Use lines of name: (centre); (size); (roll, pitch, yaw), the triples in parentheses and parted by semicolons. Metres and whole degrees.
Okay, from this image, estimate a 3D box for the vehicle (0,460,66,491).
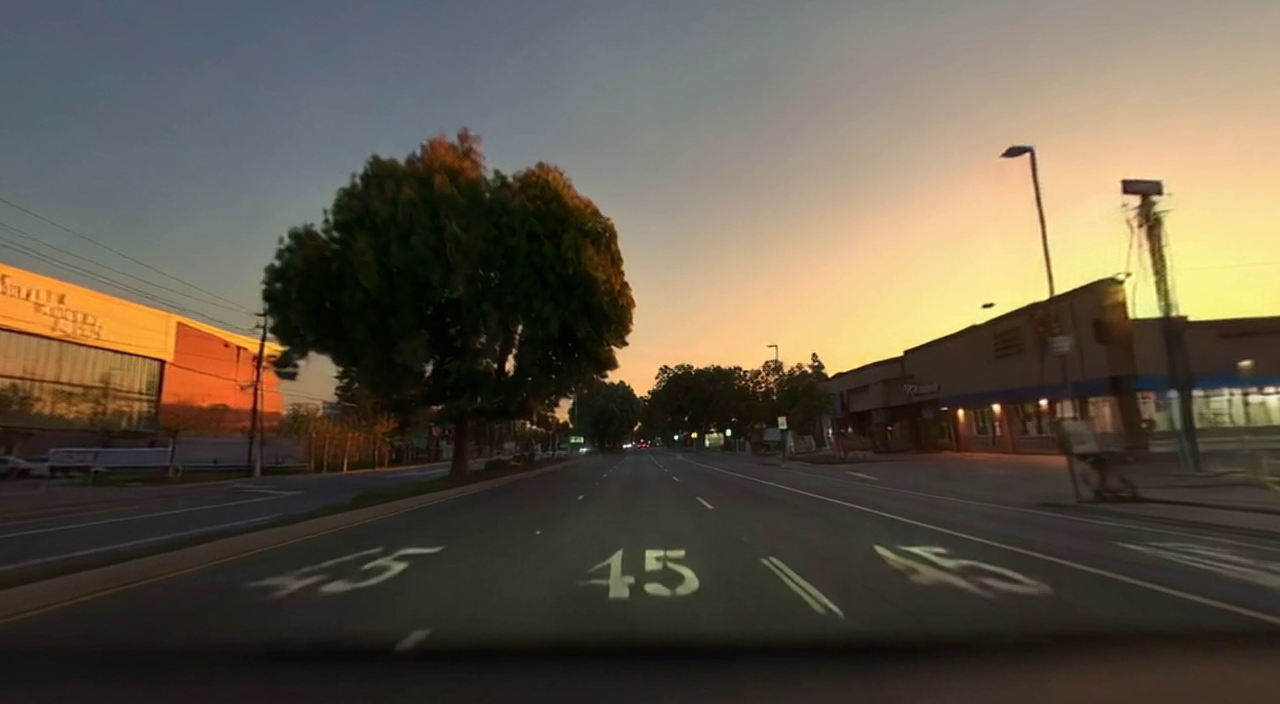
vehicle: (-32.986, 6.418, 32.778); (1.809, 1.448, 4.747); (0, -8, 2)
